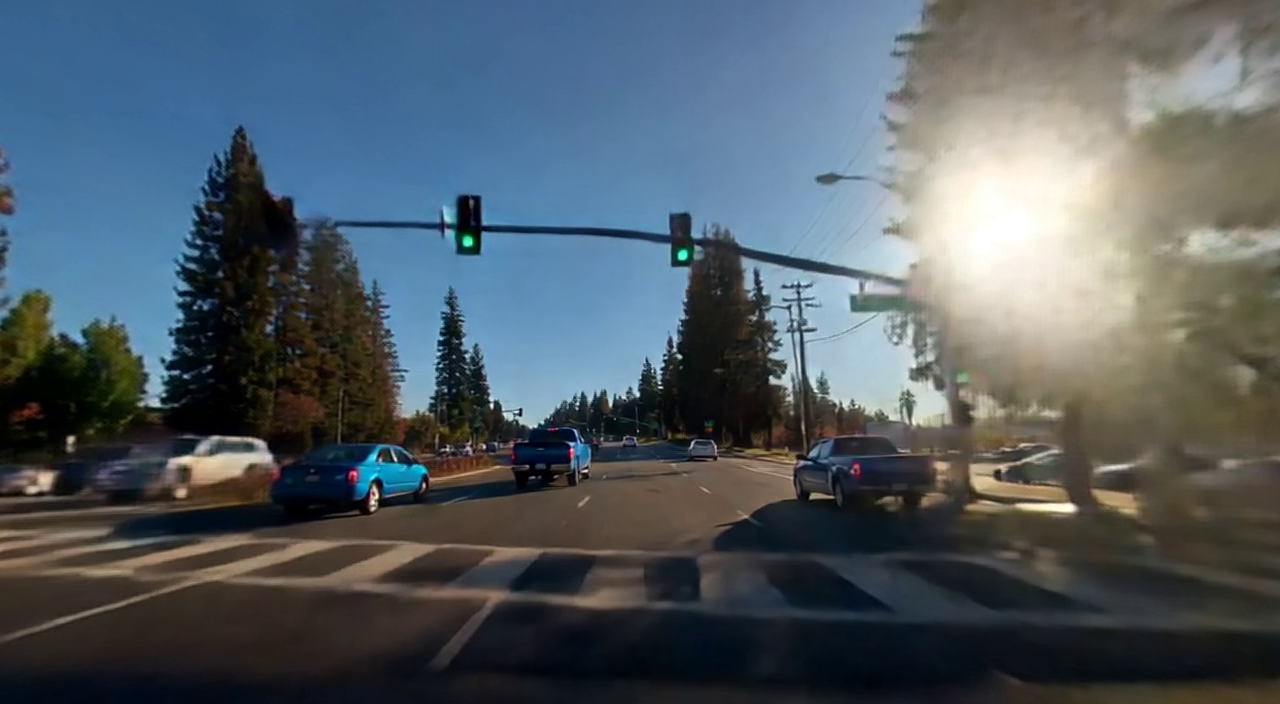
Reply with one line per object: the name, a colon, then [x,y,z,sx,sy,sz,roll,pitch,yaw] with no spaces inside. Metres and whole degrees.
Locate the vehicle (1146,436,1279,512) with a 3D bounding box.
vehicle: [16.564,3.178,16.787,2.044,1.812,4.935,0,-9,-1]

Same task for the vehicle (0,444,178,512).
vehicle: [-17.748,3.945,20.349,2.114,1.892,4.773,0,-9,-1]

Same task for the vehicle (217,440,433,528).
vehicle: [-6.241,2.647,13.338,2.035,1.497,4.723,0,-9,1]

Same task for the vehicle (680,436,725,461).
vehicle: [3.734,5.827,38.257,2.071,1.435,4.226,0,-9,-3]

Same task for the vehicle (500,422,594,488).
vehicle: [-3.056,3.608,22.365,2.467,1.991,6.089,0,-9,0]

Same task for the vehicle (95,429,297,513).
vehicle: [-11.304,3.044,16.593,2.073,1.737,4.467,-4,-9,1]

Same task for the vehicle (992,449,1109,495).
vehicle: [16.570,4.829,25.830,2.002,1.681,4.507,-1,-9,4]

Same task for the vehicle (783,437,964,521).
vehicle: [4.575,2.535,13.262,1.840,1.428,4.602,0,-9,-3]
